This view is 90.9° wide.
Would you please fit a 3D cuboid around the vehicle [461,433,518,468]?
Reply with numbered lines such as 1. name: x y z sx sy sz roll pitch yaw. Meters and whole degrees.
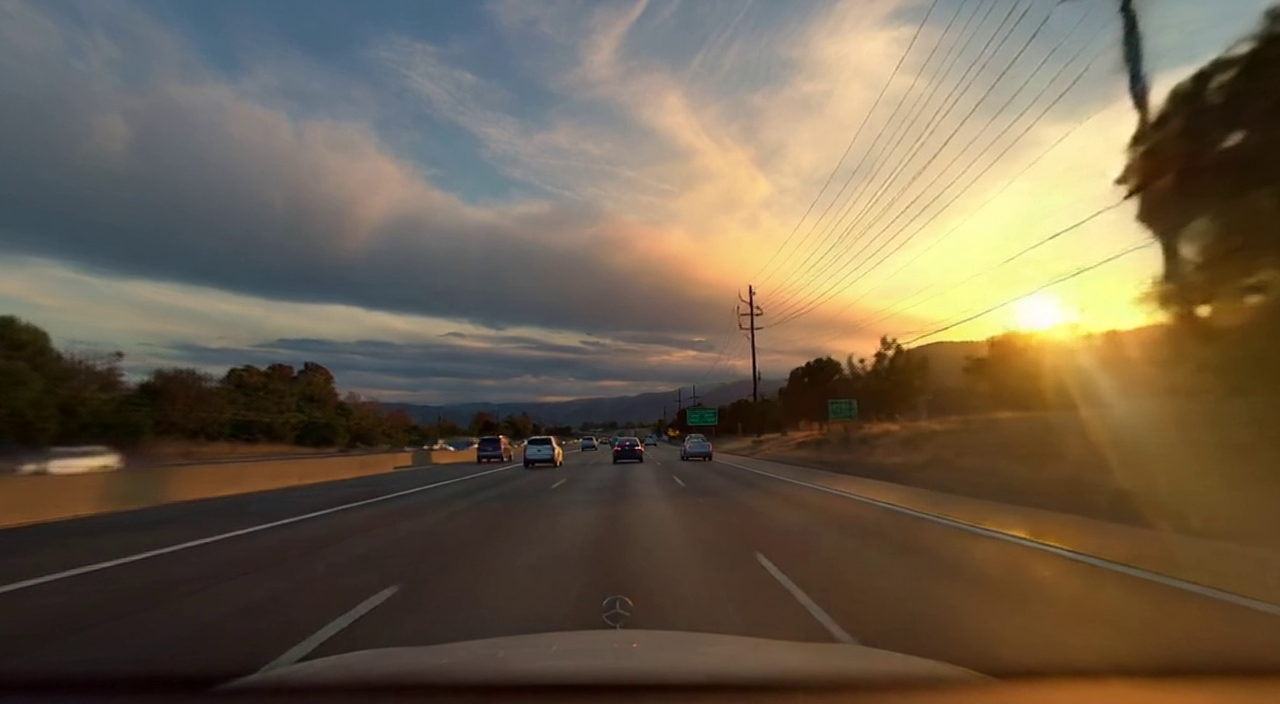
1. vehicle: -7.674 5.049 32.641 1.980 1.678 4.255 0 -8 -1

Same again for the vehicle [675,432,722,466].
1. vehicle: 3.075 5.185 33.964 1.950 1.695 4.446 0 -8 -2

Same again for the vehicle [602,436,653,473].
1. vehicle: -0.560 4.445 27.702 2.086 1.488 3.440 0 -8 -1

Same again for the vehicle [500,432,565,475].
1. vehicle: -4.385 4.192 26.396 1.901 1.601 4.610 0 -8 0

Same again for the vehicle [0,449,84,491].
1. vehicle: -23.637 4.377 23.476 1.749 1.435 4.542 0 -8 -1
